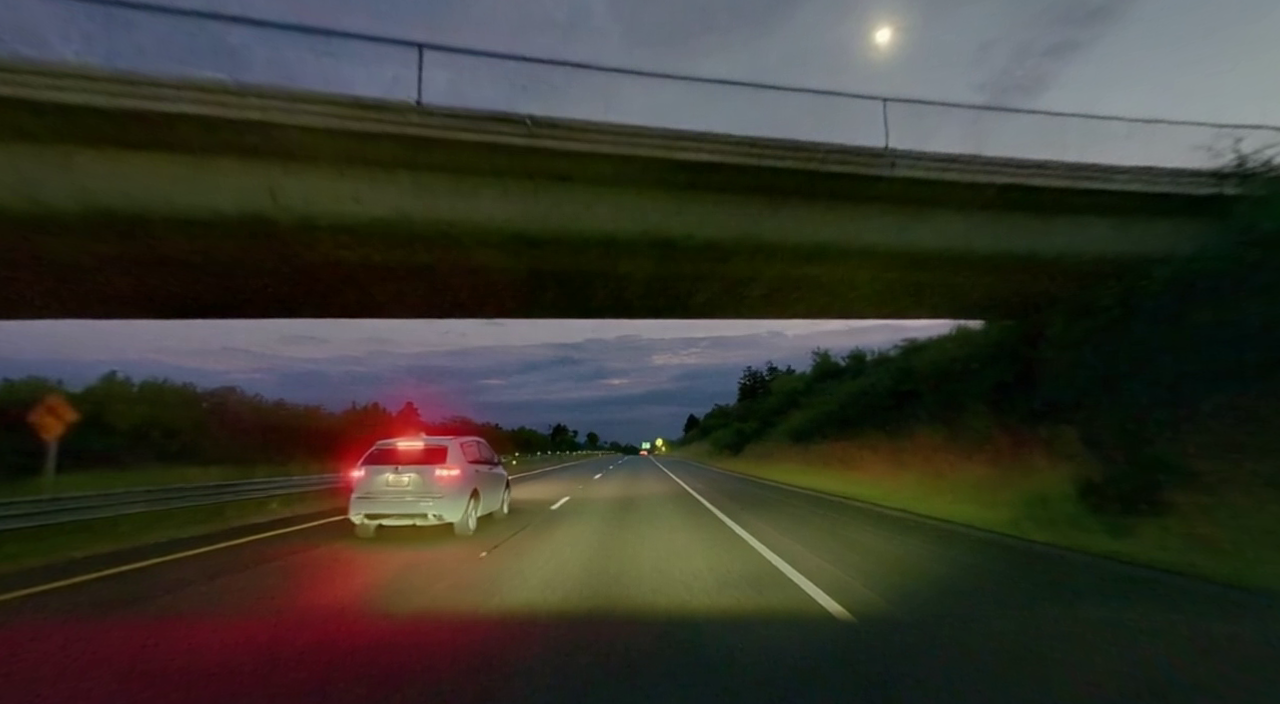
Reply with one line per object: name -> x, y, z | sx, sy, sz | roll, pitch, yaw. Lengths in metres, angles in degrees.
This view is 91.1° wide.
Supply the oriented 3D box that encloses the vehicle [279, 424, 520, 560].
vehicle -> -3.408, 2.070, 10.009 | 2.082, 1.668, 4.274 | 0, -9, 1
